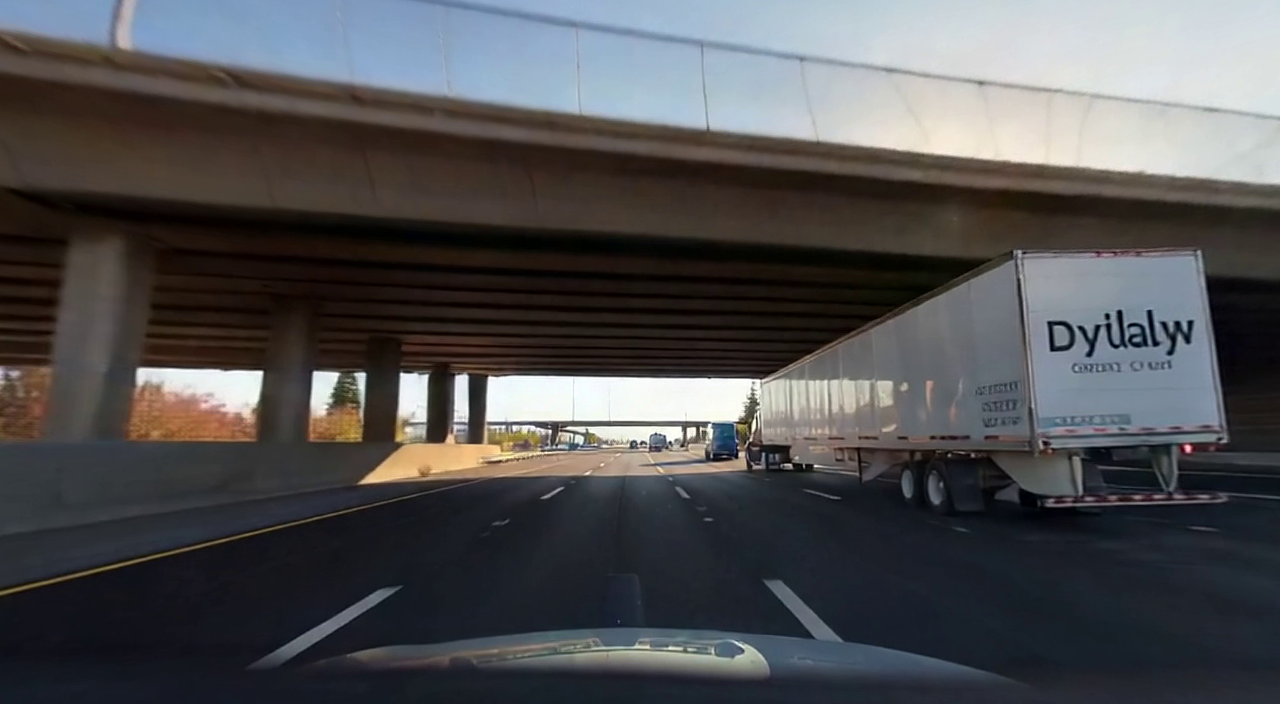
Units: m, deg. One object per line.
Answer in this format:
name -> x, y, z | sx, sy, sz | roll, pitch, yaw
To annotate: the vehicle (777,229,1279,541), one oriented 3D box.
vehicle -> 6.832, 1.516, 15.992 | 2.962, 3.947, 16.241 | 0, -8, 0
